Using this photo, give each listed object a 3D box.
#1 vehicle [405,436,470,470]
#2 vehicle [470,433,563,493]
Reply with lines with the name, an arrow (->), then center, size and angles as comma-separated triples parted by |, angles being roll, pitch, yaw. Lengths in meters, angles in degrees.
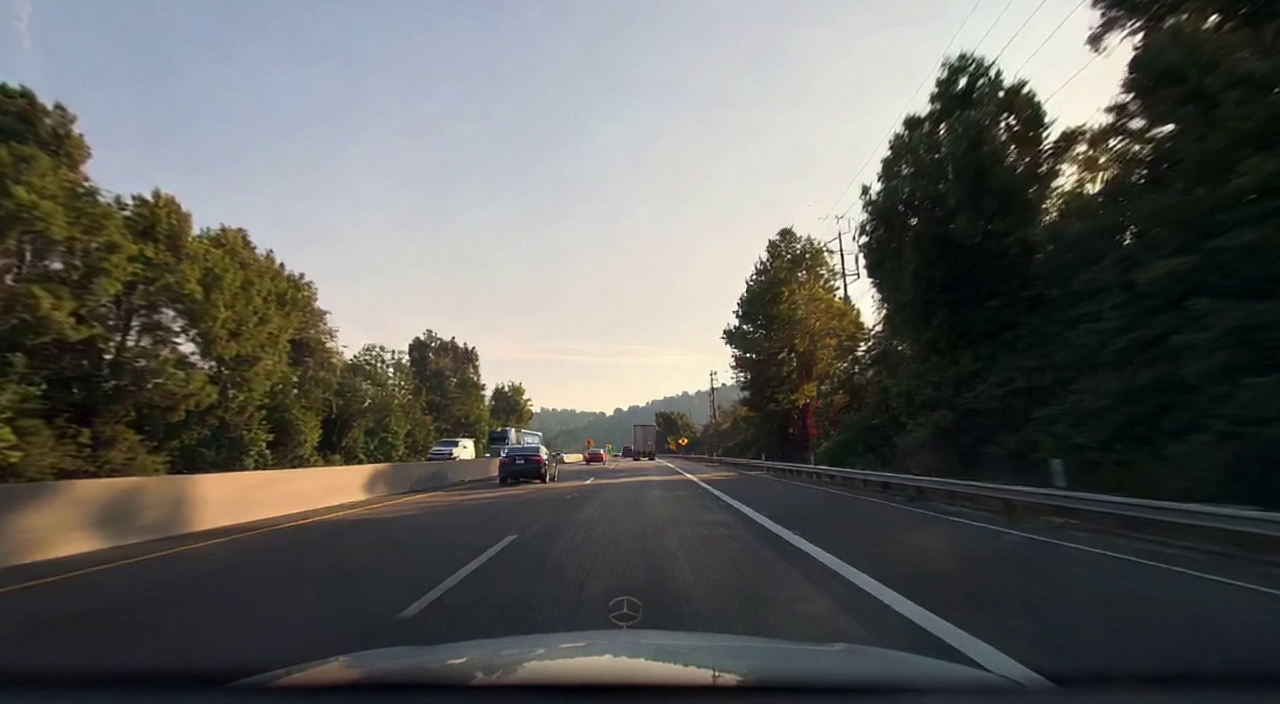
vehicle -> -11.872, 5.937, 37.342 | 2.165, 1.856, 5.016 | 0, -9, 0
vehicle -> -3.869, 3.569, 20.523 | 2.111, 1.735, 4.066 | 0, -9, 1
